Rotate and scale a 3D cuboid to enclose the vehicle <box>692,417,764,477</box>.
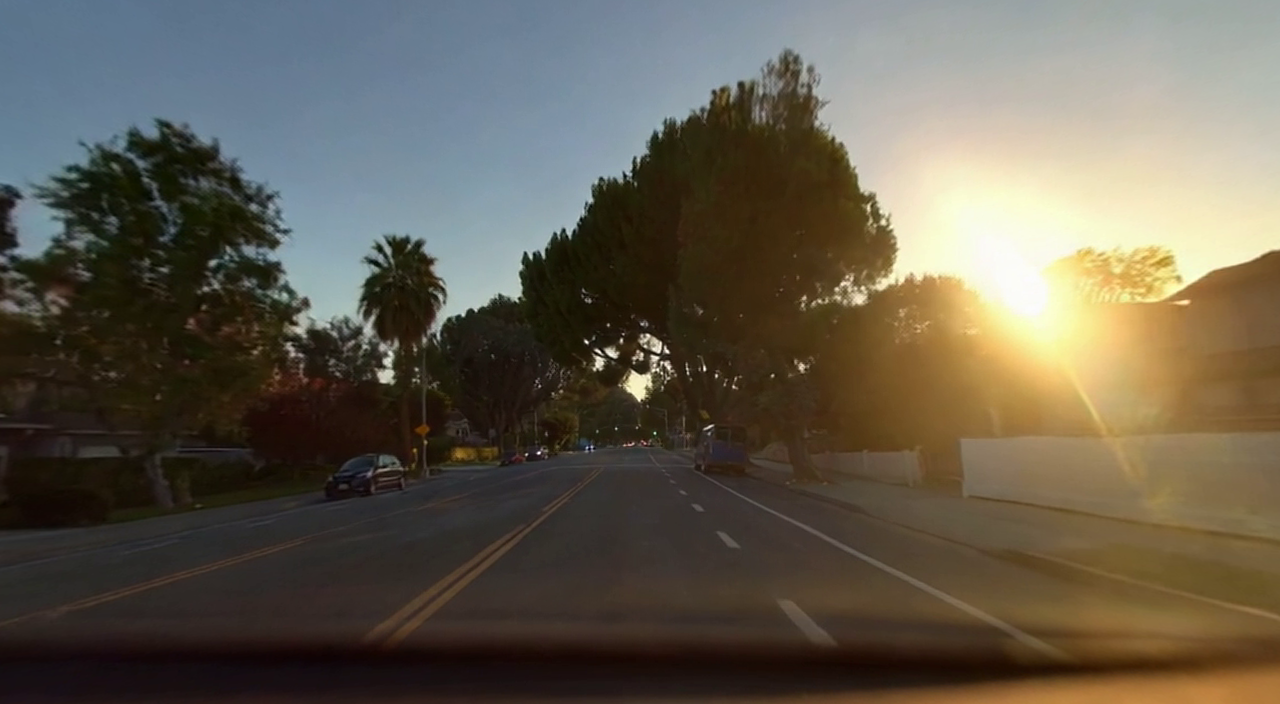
[{"bbox_3d":[3.882,4.390,29.165,2.459,2.452,5.731,1,-8,-1],"label":"vehicle"}]

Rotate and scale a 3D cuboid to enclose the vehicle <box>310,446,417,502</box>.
[{"bbox_3d":[-11.248,4.921,26.135,2.301,1.855,4.983,-5,-8,-2],"label":"vehicle"}]
